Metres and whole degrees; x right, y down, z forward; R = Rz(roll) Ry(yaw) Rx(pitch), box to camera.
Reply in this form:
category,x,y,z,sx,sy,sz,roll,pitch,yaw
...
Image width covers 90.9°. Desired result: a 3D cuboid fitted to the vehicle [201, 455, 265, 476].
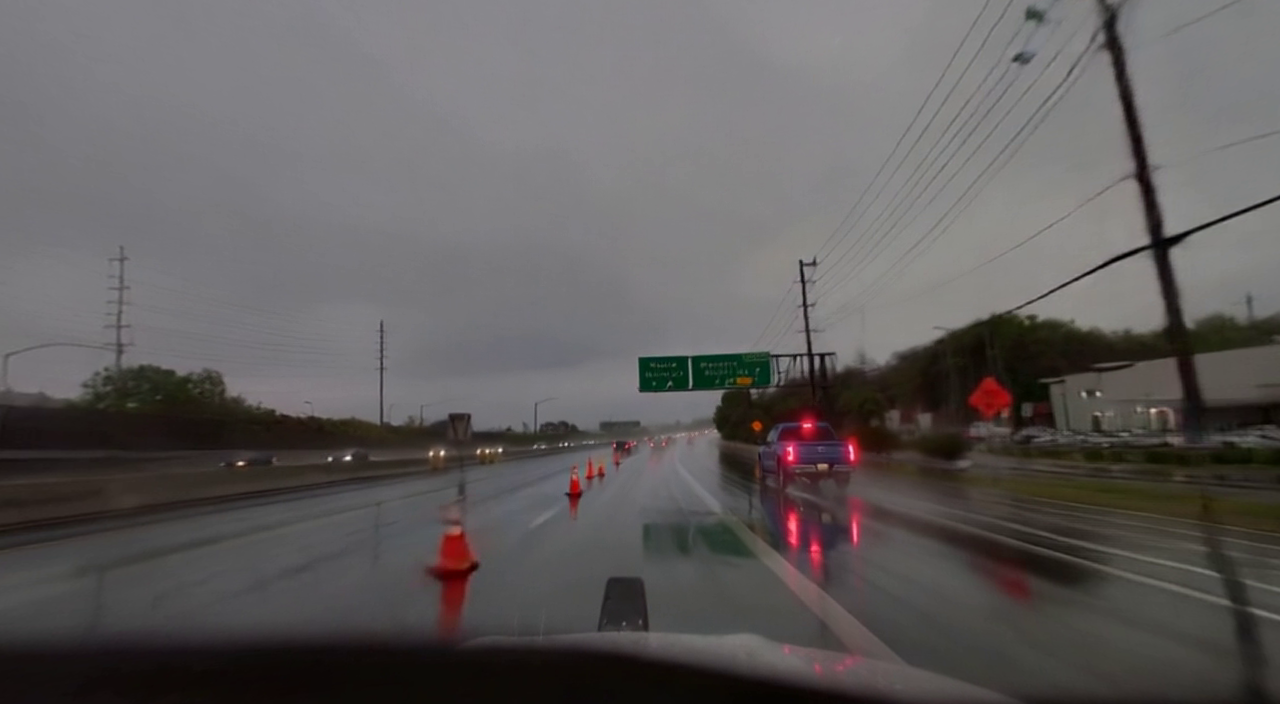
category,x,y,z,sx,sy,sz,roll,pitch,yaw
vehicle,-31.807,8.868,49.422,1.810,1.430,4.687,0,-8,1

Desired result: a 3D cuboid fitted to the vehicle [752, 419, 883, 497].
category,x,y,z,sx,sy,sz,roll,pitch,yaw
vehicle,4.685,2.901,17.679,2.186,1.840,5.289,0,-8,1
